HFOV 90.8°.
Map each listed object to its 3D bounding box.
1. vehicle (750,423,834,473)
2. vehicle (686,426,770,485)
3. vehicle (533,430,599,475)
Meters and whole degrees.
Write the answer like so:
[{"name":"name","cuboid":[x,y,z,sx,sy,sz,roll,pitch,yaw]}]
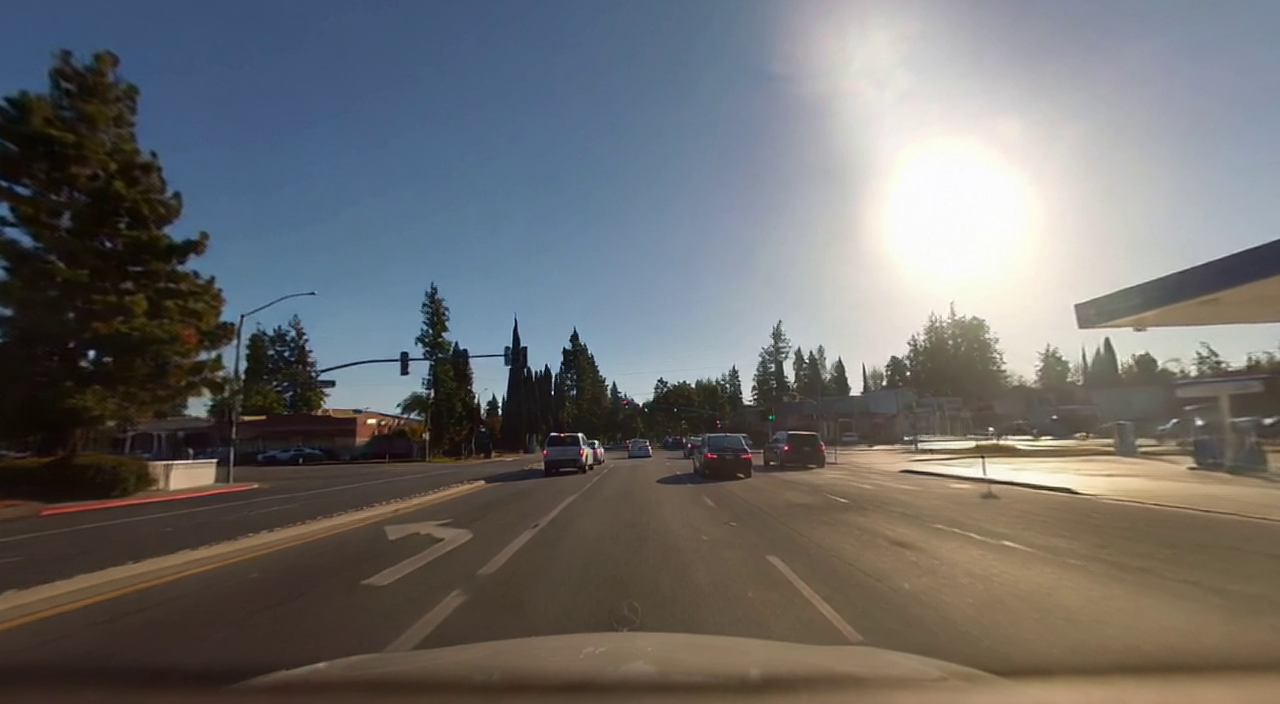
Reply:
[{"name":"vehicle","cuboid":[7.076,4.567,30.157,2.510,2.176,5.527,0,-8,-2]},{"name":"vehicle","cuboid":[2.863,3.506,21.650,2.140,1.800,4.660,0,-8,-1]},{"name":"vehicle","cuboid":[-3.226,4.494,28.435,2.261,1.820,4.255,0,-8,2]}]
